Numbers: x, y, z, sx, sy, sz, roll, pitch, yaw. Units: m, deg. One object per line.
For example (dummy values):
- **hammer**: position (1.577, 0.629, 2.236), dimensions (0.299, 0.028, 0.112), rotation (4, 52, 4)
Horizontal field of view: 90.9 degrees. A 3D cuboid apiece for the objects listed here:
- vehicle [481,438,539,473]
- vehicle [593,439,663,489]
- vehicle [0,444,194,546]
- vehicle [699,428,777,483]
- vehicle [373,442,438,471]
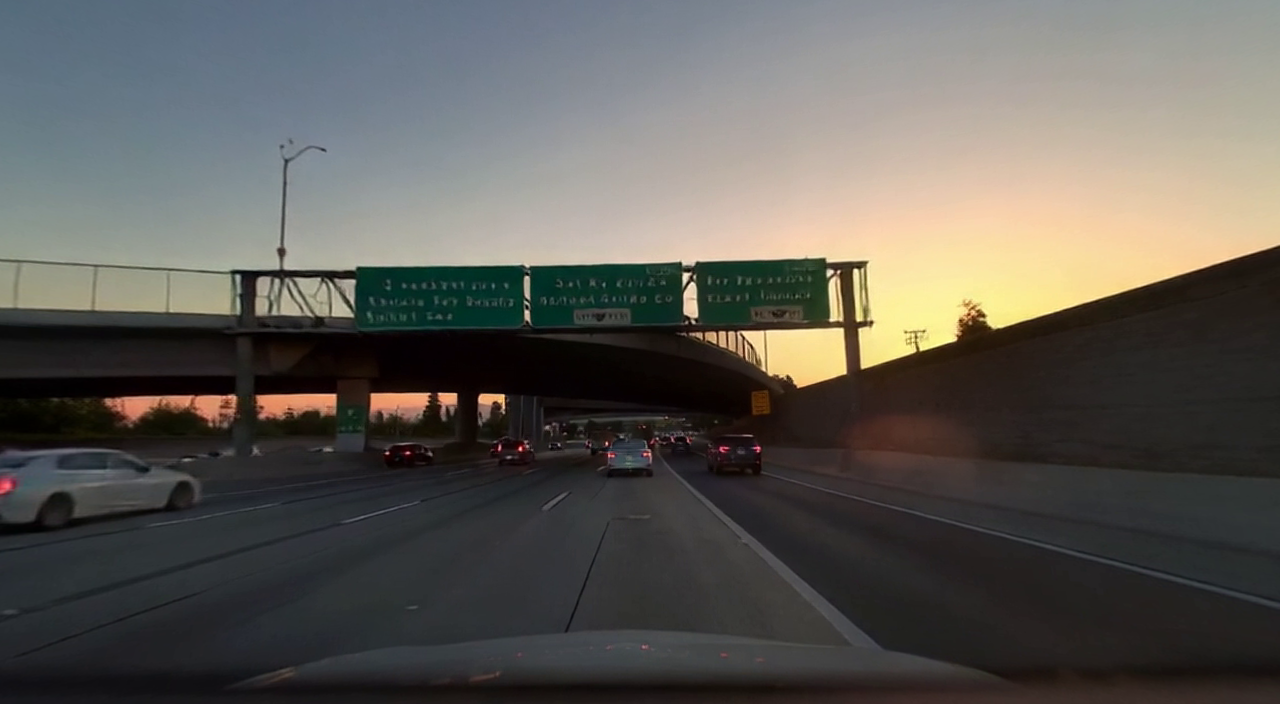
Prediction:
- **vehicle**: position (-6.726, 5.397, 33.084), dimensions (2.060, 1.669, 4.242), rotation (0, -8, 1)
- **vehicle**: position (-0.334, 3.635, 20.760), dimensions (2.042, 1.446, 4.269), rotation (0, -8, 0)
- **vehicle**: position (-10.554, 2.429, 11.310), dimensions (1.961, 1.510, 4.260), rotation (0, -8, 0)
- **vehicle**: position (3.383, 3.680, 22.669), dimensions (2.001, 1.771, 4.250), rotation (0, -8, -1)
- **vehicle**: position (-14.271, 6.377, 38.750), dimensions (2.055, 1.628, 4.898), rotation (0, -8, 1)
